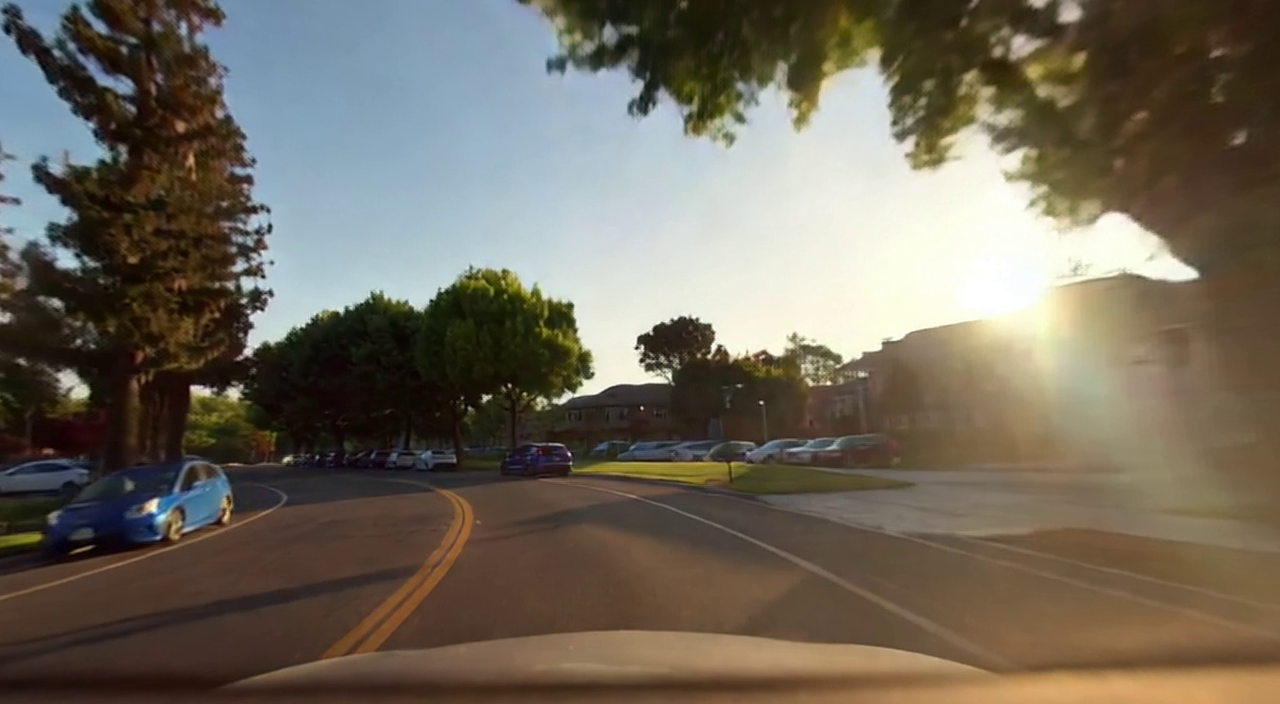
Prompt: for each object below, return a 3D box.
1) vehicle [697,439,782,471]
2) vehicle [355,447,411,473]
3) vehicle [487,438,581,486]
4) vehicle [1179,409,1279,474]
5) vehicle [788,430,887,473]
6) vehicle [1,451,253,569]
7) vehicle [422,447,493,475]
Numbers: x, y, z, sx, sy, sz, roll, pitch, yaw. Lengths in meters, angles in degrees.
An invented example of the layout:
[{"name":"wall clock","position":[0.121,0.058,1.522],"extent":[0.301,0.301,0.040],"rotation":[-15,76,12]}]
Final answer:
[{"name":"vehicle","position":[5.147,5.275,32.447],"extent":[4.225,1.517,2.036],"rotation":[7,-11,-41]},{"name":"vehicle","position":[-18.464,7.683,45.214],"extent":[2.055,1.731,4.686],"rotation":[8,-11,-42]},{"name":"vehicle","position":[-4.922,4.913,28.815],"extent":[2.042,1.817,5.202],"rotation":[5,-8,-36]},{"name":"vehicle","position":[17.896,2.673,19.012],"extent":[4.666,1.711,1.900],"rotation":[7,-11,-43]},{"name":"vehicle","position":[9.060,4.450,28.815],"extent":[4.372,1.723,2.229],"rotation":[5,-9,-40]},{"name":"vehicle","position":[-9.620,2.870,12.520],"extent":[2.206,1.537,4.946],"rotation":[-1,-7,-18]},{"name":"vehicle","position":[-10.716,6.312,36.892],"extent":[2.053,1.519,4.611],"rotation":[8,-11,-43]}]
